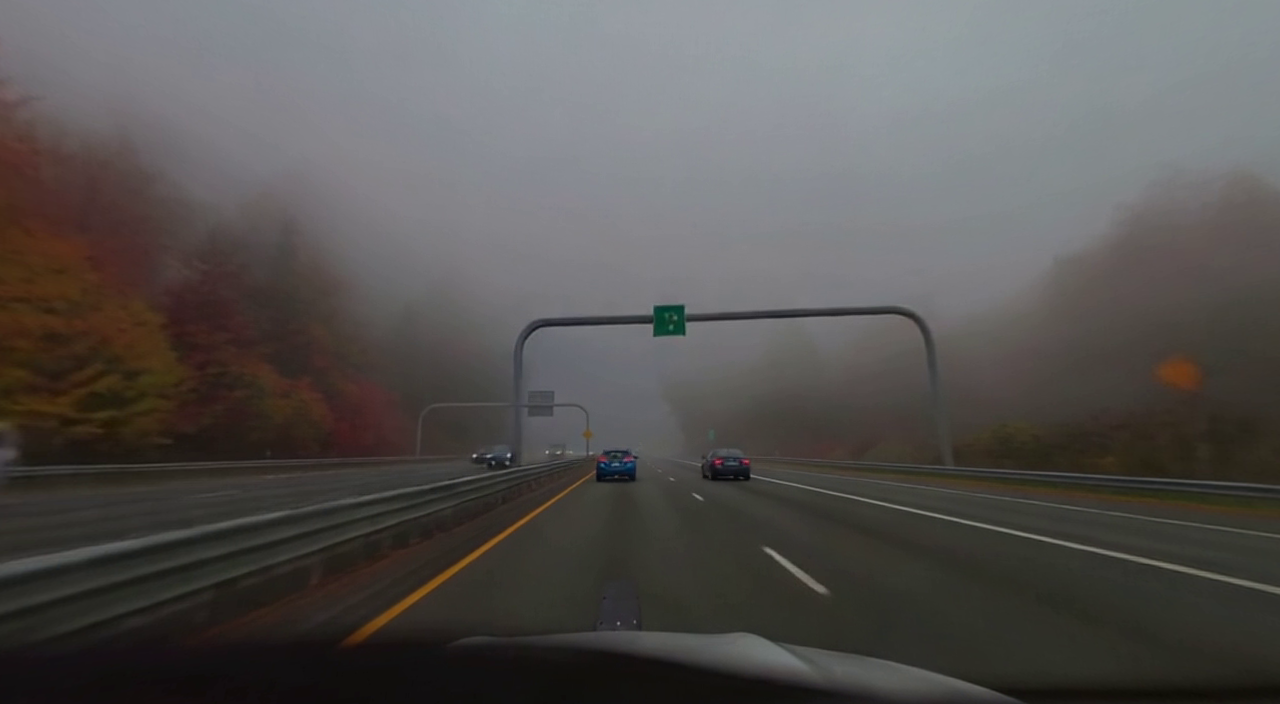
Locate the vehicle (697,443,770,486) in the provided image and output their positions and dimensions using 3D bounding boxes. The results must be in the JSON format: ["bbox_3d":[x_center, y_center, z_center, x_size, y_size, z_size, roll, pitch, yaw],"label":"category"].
[{"bbox_3d":[3.694,4.540,25.584,2.300,1.595,4.144,-1,-9,0],"label":"vehicle"}]

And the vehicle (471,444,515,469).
[{"bbox_3d":[-9.595,6.853,41.281,1.933,1.510,4.352,0,-9,-2],"label":"vehicle"}]

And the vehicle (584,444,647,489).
[{"bbox_3d":[-0.866,4.243,23.535,2.128,1.516,4.410,0,-9,-1],"label":"vehicle"}]
